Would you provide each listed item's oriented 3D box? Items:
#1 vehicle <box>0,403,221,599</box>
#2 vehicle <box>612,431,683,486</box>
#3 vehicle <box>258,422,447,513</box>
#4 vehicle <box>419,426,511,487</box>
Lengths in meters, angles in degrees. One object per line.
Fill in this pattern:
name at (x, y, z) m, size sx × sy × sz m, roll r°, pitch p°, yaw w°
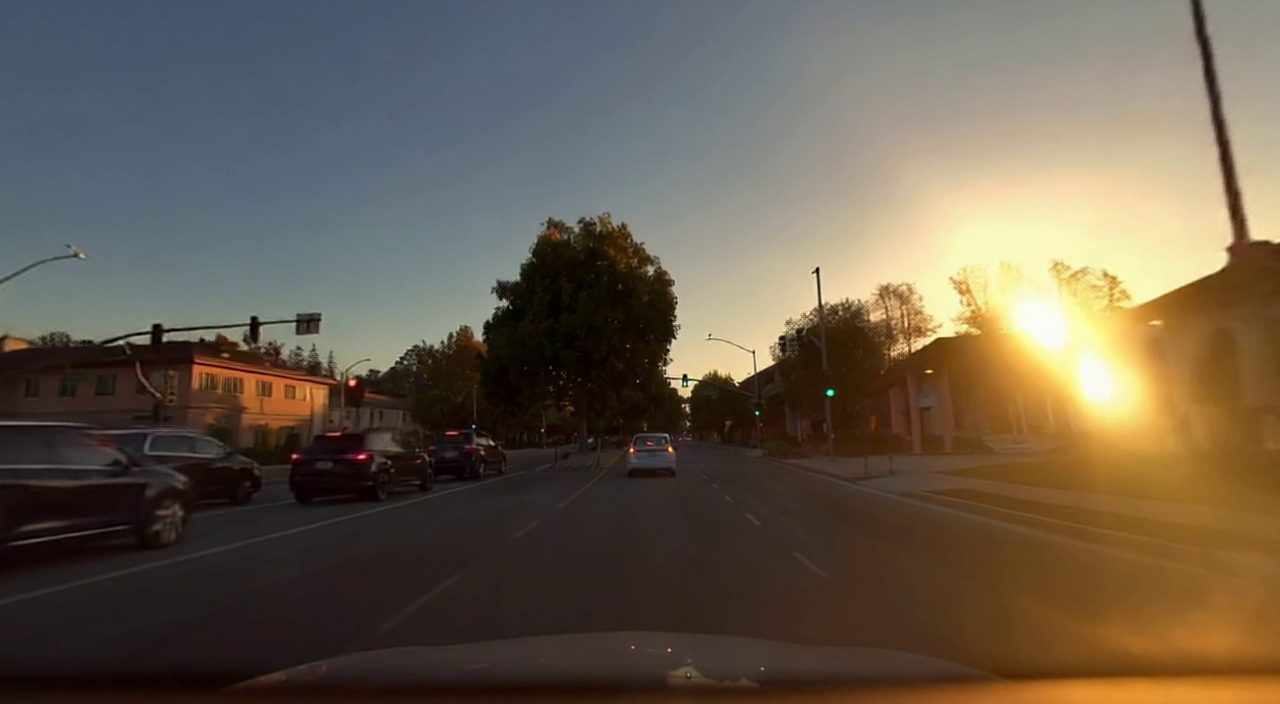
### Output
vehicle at (-6.944, 1.460, 6.318) m, size 1.951 × 1.809 × 4.917 m, roll 0°, pitch -9°, yaw 2°
vehicle at (0.291, 3.593, 21.504) m, size 2.197 × 1.682 × 3.642 m, roll 0°, pitch -9°, yaw 2°
vehicle at (-6.712, 2.754, 15.547) m, size 2.111 × 1.864 × 4.932 m, roll -1°, pitch -9°, yaw 3°
vehicle at (-6.543, 3.987, 24.275) m, size 2.316 × 2.014 × 5.215 m, roll -1°, pitch -9°, yaw -4°
